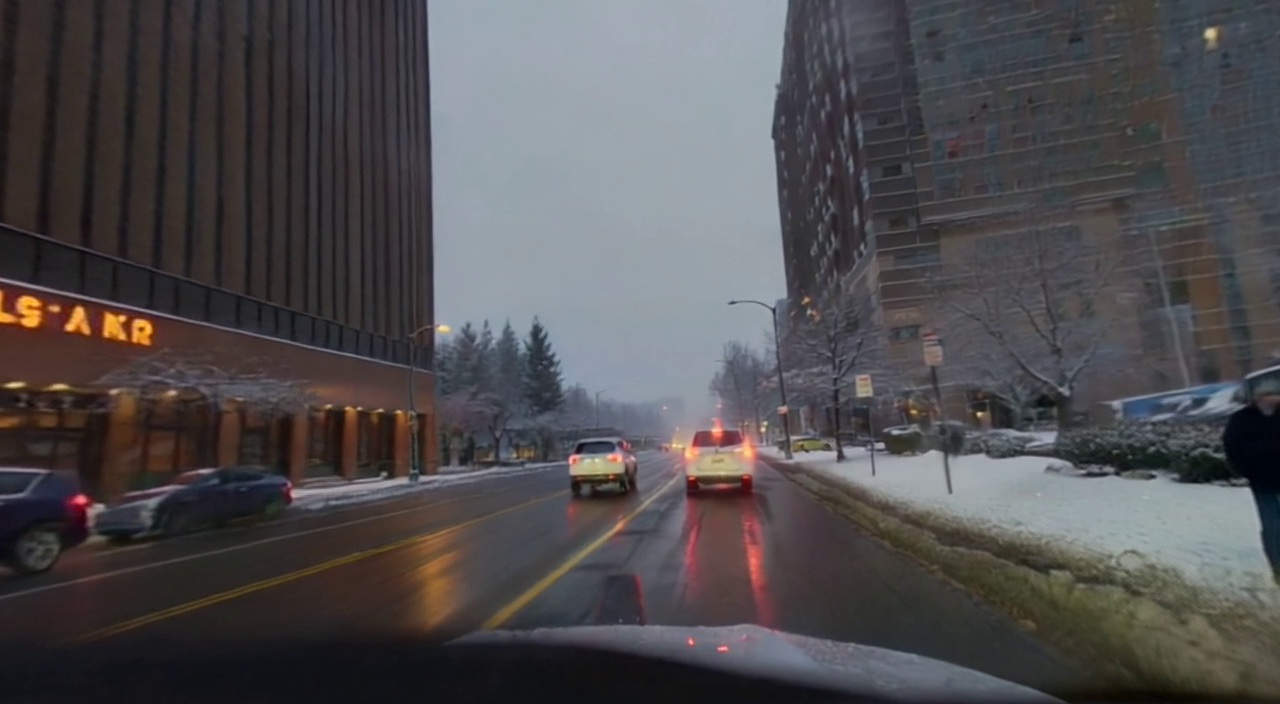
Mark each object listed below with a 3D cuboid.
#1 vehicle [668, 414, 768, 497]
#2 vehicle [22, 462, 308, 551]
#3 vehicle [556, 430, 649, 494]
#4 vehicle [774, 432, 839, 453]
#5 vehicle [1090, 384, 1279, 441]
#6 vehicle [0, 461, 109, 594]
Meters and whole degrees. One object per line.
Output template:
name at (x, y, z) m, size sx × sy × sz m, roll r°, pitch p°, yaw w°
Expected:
vehicle at (2.110, 2.840, 17.584) m, size 2.352 × 1.953 × 4.796 m, roll -1°, pitch -8°, yaw 6°
vehicle at (-10.534, 3.409, 14.784) m, size 2.103 × 1.514 × 5.374 m, roll -1°, pitch -8°, yaw 7°
vehicle at (-1.012, 3.303, 19.323) m, size 2.023 × 1.702 × 4.152 m, roll -1°, pitch -9°, yaw 8°
vehicle at (12.549, 6.853, 47.872) m, size 4.426 × 1.490 × 1.862 m, roll -1°, pitch -8°, yaw 4°
vehicle at (14.716, 1.632, 16.687) m, size 4.189 × 1.395 × 1.725 m, roll -1°, pitch -8°, yaw 7°
vehicle at (-8.527, 1.945, 6.521) m, size 1.857 × 1.507 × 4.504 m, roll -1°, pitch -8°, yaw 7°
